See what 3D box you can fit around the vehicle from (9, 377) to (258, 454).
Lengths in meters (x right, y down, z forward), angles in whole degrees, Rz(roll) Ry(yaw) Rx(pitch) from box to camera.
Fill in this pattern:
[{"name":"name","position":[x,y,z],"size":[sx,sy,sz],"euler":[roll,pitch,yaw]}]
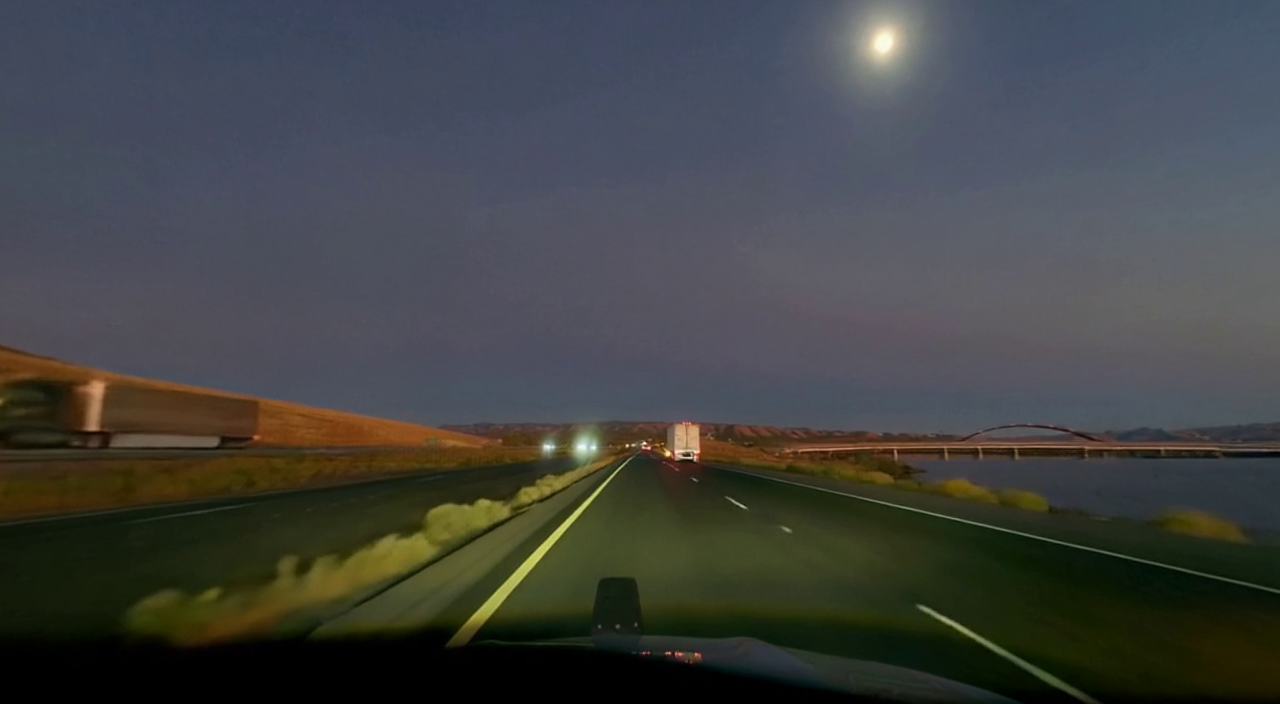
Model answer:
[{"name":"vehicle","position":[-32.234,4.688,42.111],"size":[3.149,4.177,16.156],"euler":[1,-9,1]}]

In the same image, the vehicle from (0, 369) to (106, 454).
[{"name":"vehicle","position":[-32.230,3.235,32.751],"size":[2.909,4.035,6.523],"euler":[0,-9,0]}]
